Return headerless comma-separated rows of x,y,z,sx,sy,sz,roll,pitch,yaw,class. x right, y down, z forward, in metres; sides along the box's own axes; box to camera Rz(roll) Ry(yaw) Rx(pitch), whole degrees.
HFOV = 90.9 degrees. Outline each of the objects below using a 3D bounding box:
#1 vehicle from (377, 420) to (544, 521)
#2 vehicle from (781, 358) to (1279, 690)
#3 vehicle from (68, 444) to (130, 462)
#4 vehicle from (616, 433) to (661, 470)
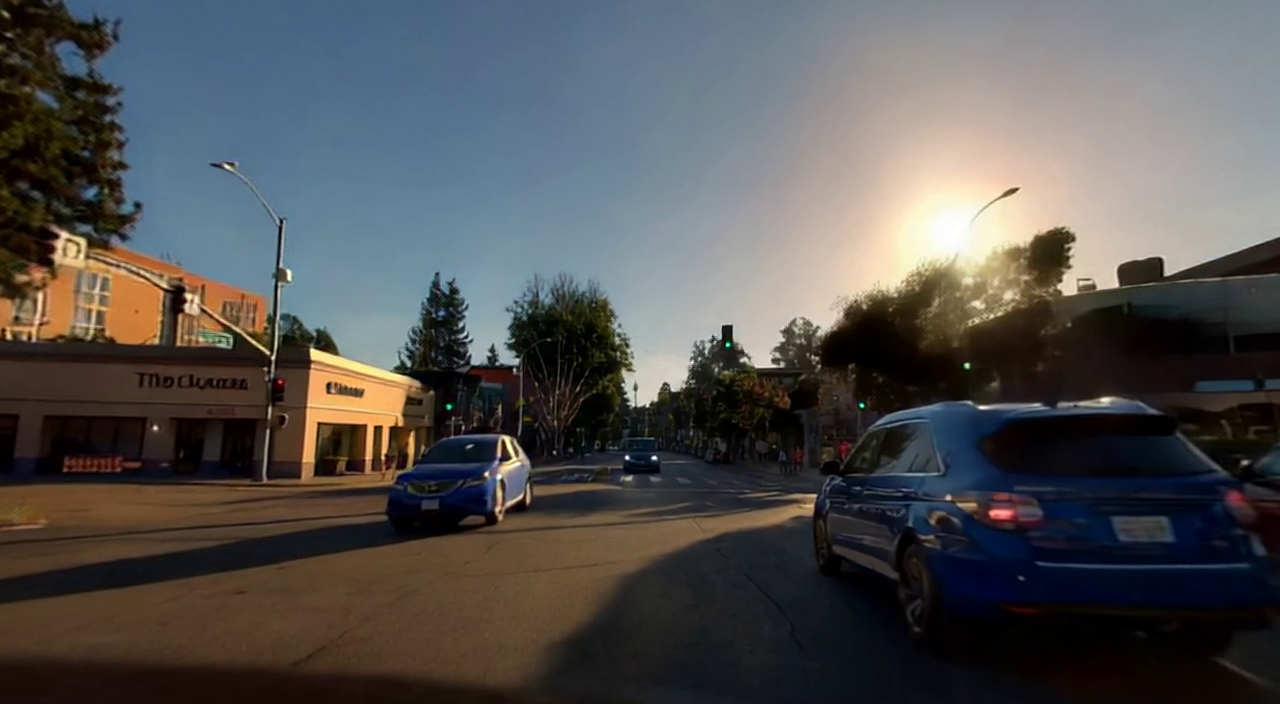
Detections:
-3.285,2.274,12.506,1.961,1.658,4.064,-1,-9,2,vehicle
2.868,1.248,5.744,2.048,1.725,4.754,0,-9,0,vehicle
-42.801,8.004,49.931,3.391,1.379,1.562,4,-10,-28,vehicle
-0.125,5.700,36.270,2.390,1.948,5.344,0,-9,-1,vehicle
